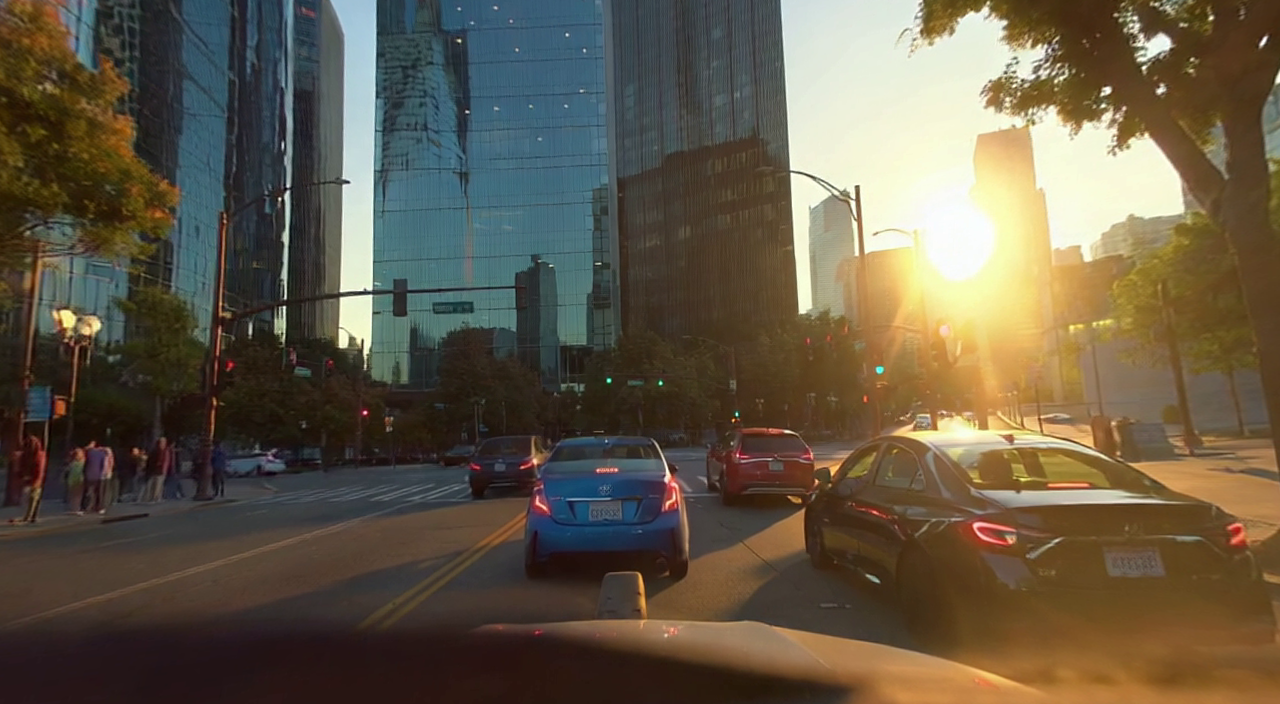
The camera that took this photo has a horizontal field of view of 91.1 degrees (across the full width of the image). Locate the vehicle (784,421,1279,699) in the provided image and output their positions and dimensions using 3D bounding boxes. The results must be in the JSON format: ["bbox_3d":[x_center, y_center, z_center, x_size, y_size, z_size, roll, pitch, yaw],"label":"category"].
[{"bbox_3d":[2.755,1.418,5.495,1.952,1.464,4.165,0,-8,-1],"label":"vehicle"}]

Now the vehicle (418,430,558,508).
[{"bbox_3d":[-3.245,2.593,14.383,2.068,1.513,4.221,0,-8,1],"label":"vehicle"}]

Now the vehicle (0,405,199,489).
[{"bbox_3d":[-26.060,4.348,28.973,8.989,3.623,2.884,0,-8,0],"label":"vehicle"}]

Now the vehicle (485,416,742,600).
[{"bbox_3d":[-0.267,1.566,7.200,2.072,1.476,4.078,0,-8,-2],"label":"vehicle"}]
